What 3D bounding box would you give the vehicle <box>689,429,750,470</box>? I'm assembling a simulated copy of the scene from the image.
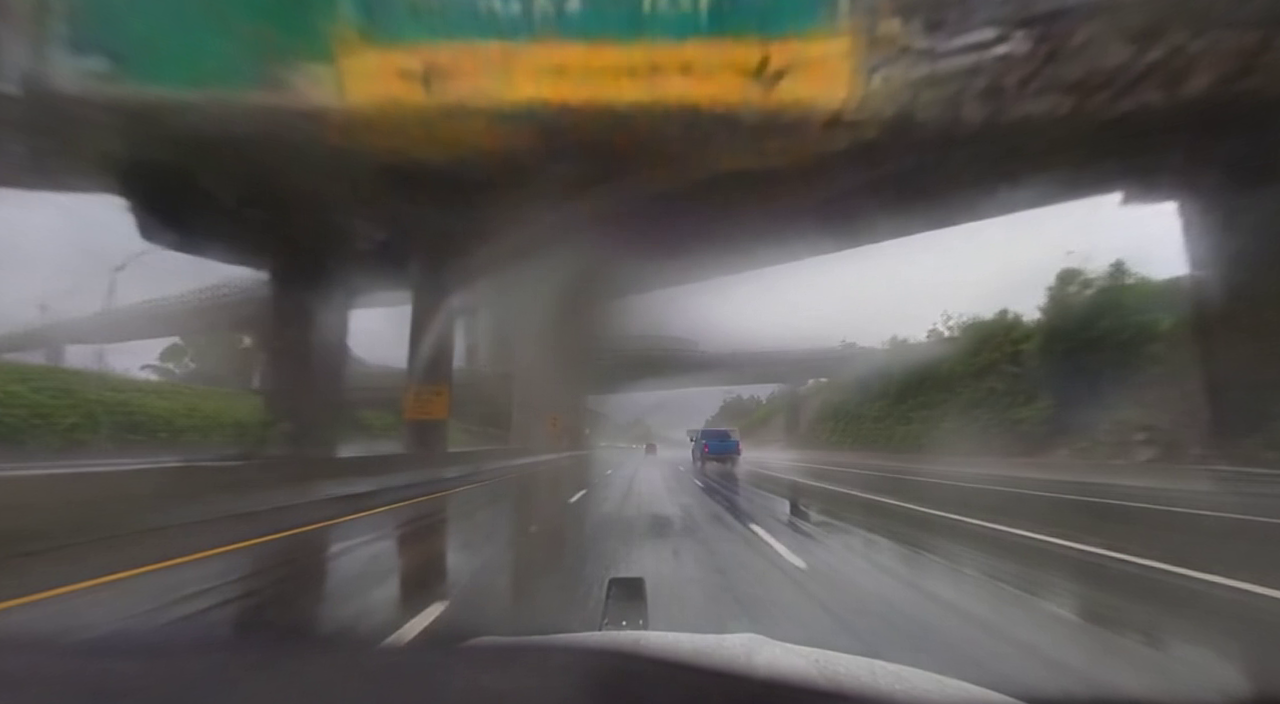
[{"bbox_3d":[4.144,5.251,33.945,2.505,2.020,5.532,0,-9,-1],"label":"vehicle"}]
